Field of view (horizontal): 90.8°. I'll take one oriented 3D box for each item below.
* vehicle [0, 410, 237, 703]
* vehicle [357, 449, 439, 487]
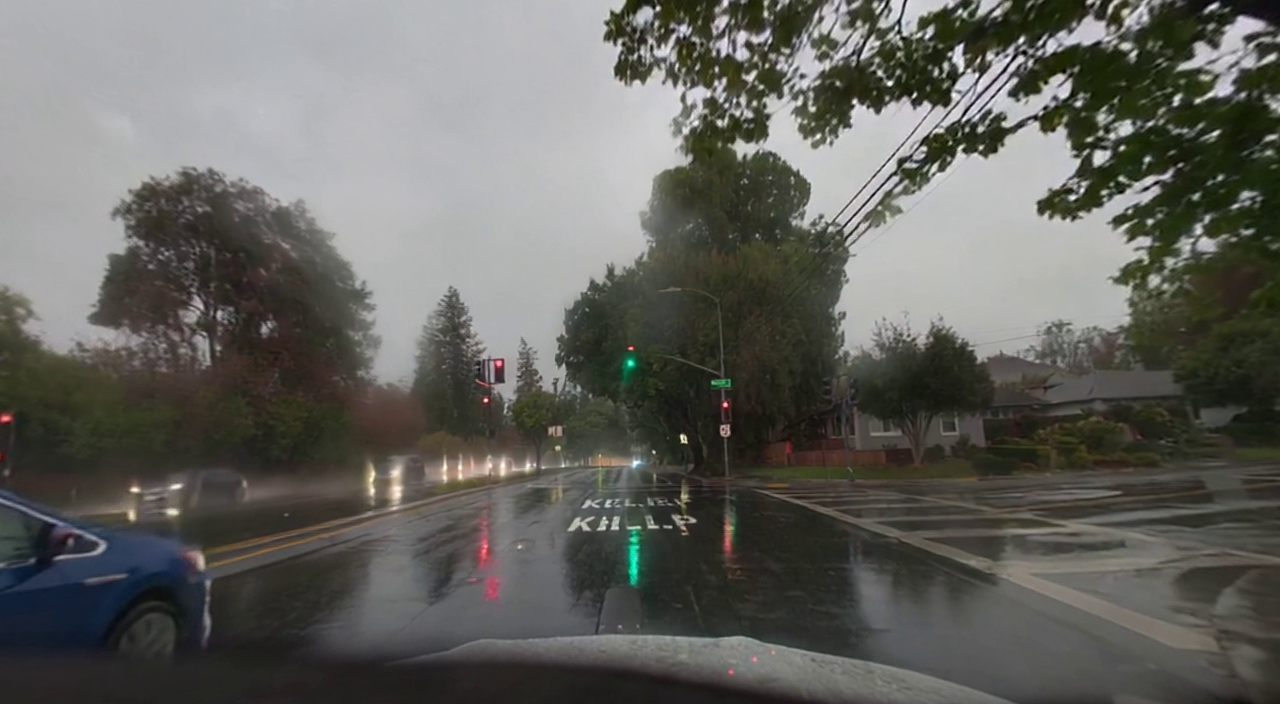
[{"bbox_3d":[-3.672,0.891,1.852,1.980,1.508,4.502,0,-9,0],"label":"vehicle"},{"bbox_3d":[-13.318,6.392,35.284,2.301,1.921,5.793,0,-9,0],"label":"vehicle"}]
